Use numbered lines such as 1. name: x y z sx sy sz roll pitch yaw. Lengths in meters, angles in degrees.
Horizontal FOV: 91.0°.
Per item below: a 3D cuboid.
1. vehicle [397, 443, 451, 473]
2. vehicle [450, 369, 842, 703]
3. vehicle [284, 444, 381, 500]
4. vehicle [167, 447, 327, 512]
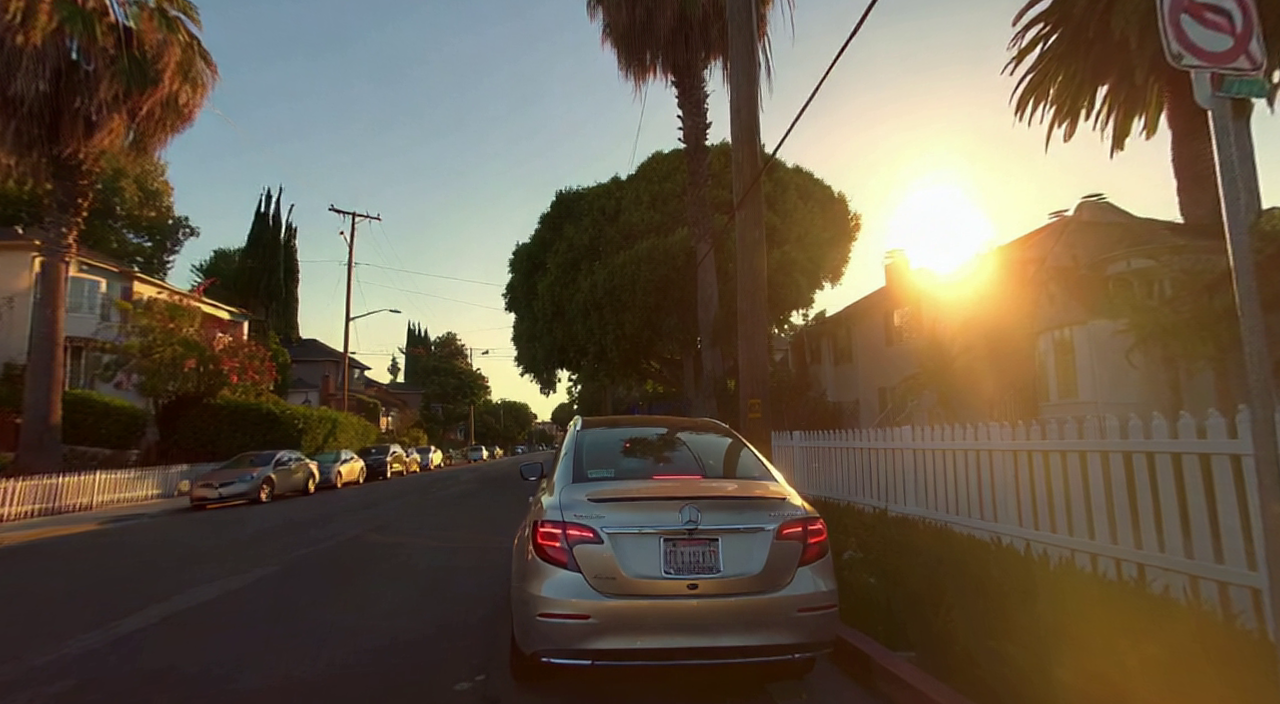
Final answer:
1. vehicle: -13.180 6.461 38.720 2.060 1.689 4.999 1 -8 -7
2. vehicle: -0.128 1.213 5.003 1.894 1.695 3.795 1 -8 -5
3. vehicle: -12.158 4.705 25.257 2.048 1.485 4.757 -4 -4 -8
4. vehicle: -11.398 3.660 18.795 2.017 1.627 5.039 1 -8 -7
